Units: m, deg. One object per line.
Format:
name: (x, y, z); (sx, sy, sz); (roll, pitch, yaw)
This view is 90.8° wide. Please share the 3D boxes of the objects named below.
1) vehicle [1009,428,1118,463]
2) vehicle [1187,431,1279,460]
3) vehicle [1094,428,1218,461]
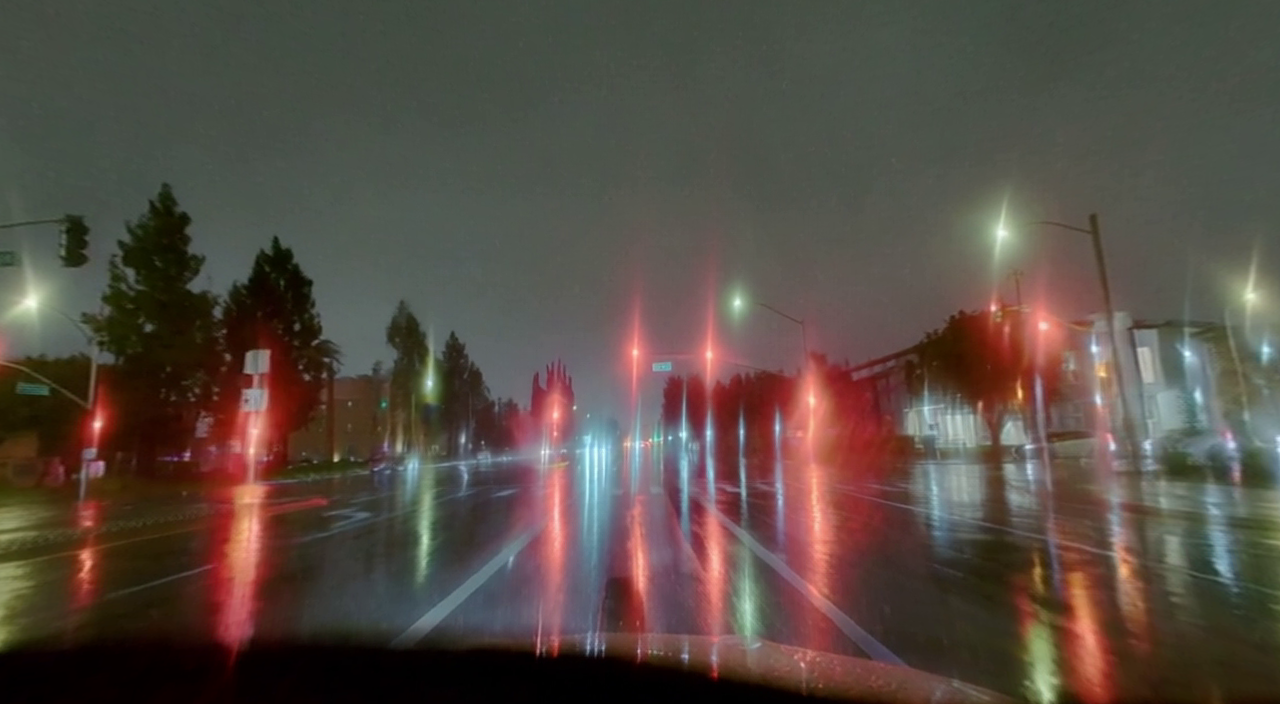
vehicle: (22.057, 4.879, 33.032); (4.323, 1.746, 1.872); (0, -8, -3)
vehicle: (32.696, 4.969, 33.777); (4.664, 1.358, 1.997); (-4, -8, 11)
vehicle: (27.301, 4.901, 33.510); (4.910, 1.644, 2.032); (0, -8, -4)
